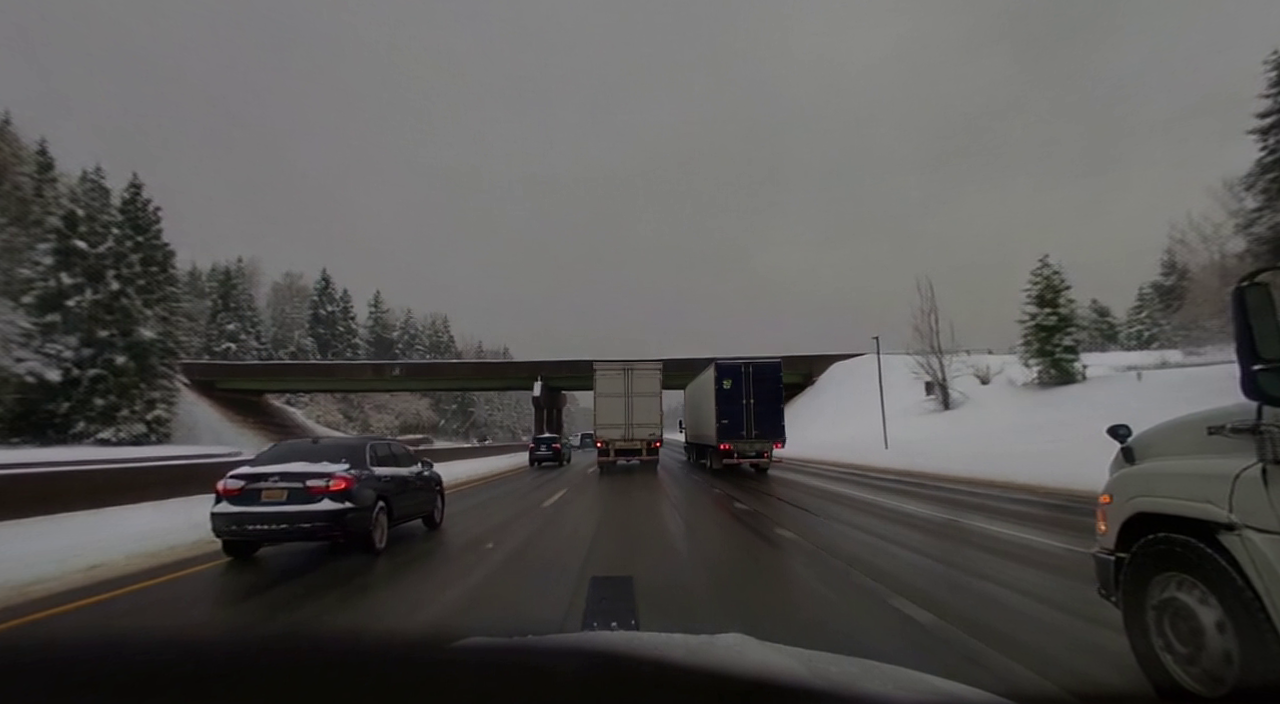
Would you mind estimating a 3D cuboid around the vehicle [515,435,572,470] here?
[{"bbox_3d":[-4.384,4.615,29.231,2.049,1.483,3.786,0,-8,-1],"label":"vehicle"}]

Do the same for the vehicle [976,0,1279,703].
[{"bbox_3d":[3.935,-0.483,1.237,3.074,3.896,5.910,0,-8,-1],"label":"vehicle"}]

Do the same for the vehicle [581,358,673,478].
[{"bbox_3d":[-0.501,2.938,26.742,3.090,4.065,10.702,0,-8,-1],"label":"vehicle"}]

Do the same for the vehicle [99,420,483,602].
[{"bbox_3d":[-3.420,1.611,7.496,1.894,1.460,4.662,0,-8,0],"label":"vehicle"}]

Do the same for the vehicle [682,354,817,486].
[{"bbox_3d":[3.615,2.757,24.406,2.817,3.886,11.491,0,-8,-2],"label":"vehicle"}]
